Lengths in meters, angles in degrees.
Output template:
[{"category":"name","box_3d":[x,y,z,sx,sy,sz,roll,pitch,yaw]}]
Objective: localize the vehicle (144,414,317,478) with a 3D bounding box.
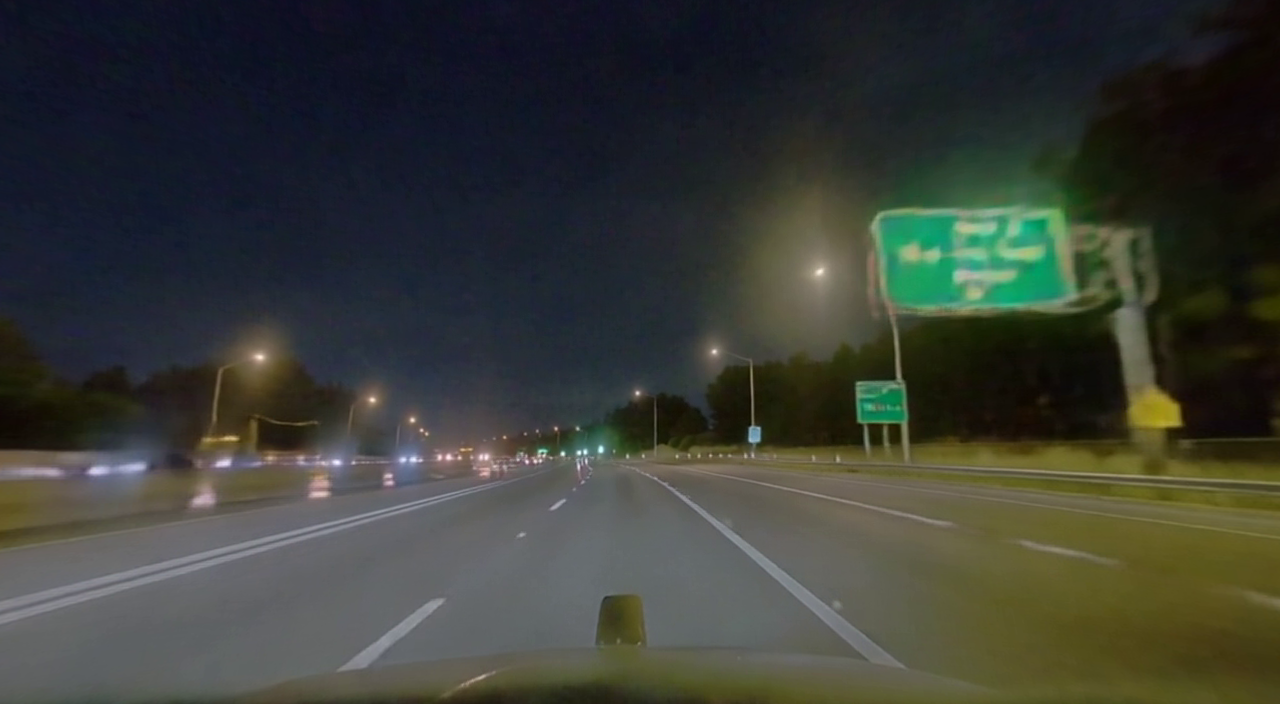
[{"category":"vehicle","box_3d":[-17.674,4.348,27.970,2.750,2.474,7.300,0,-11,0]}]
